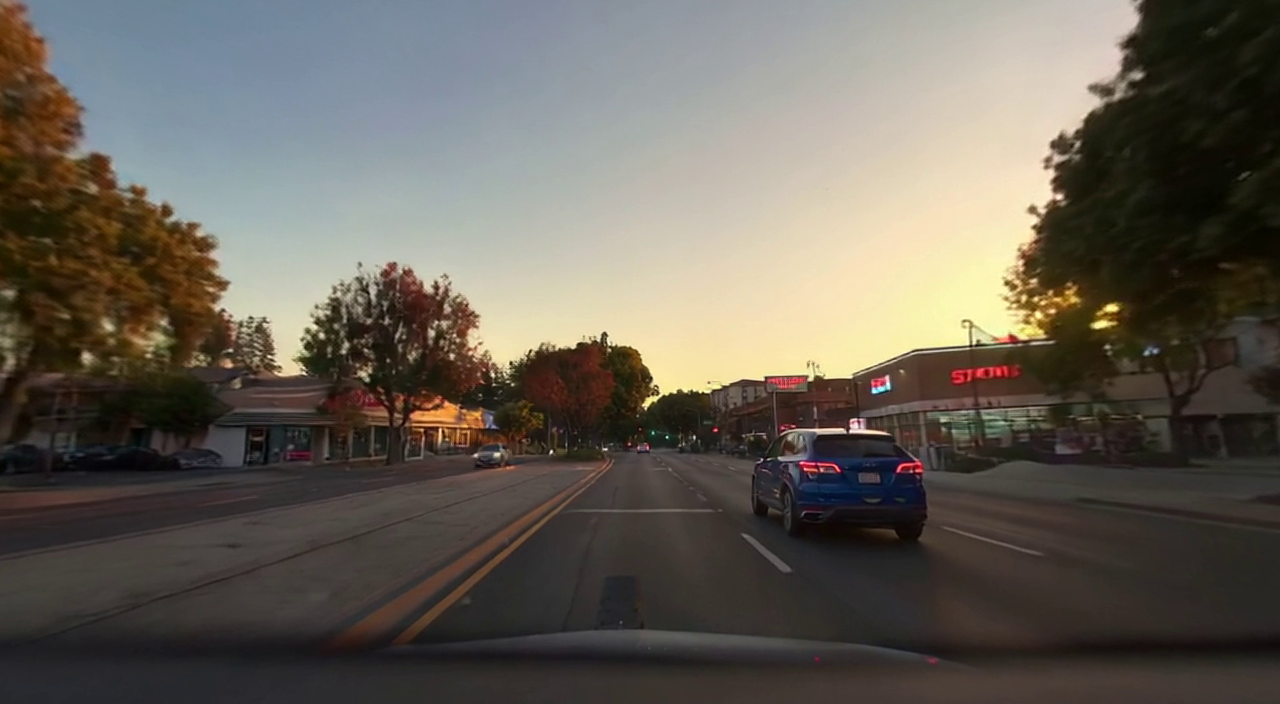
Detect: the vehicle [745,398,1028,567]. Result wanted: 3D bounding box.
[{"bbox_3d":[3.042,1.754,9.156,2.130,1.790,4.615,0,-9,-1],"label":"vehicle"}]
